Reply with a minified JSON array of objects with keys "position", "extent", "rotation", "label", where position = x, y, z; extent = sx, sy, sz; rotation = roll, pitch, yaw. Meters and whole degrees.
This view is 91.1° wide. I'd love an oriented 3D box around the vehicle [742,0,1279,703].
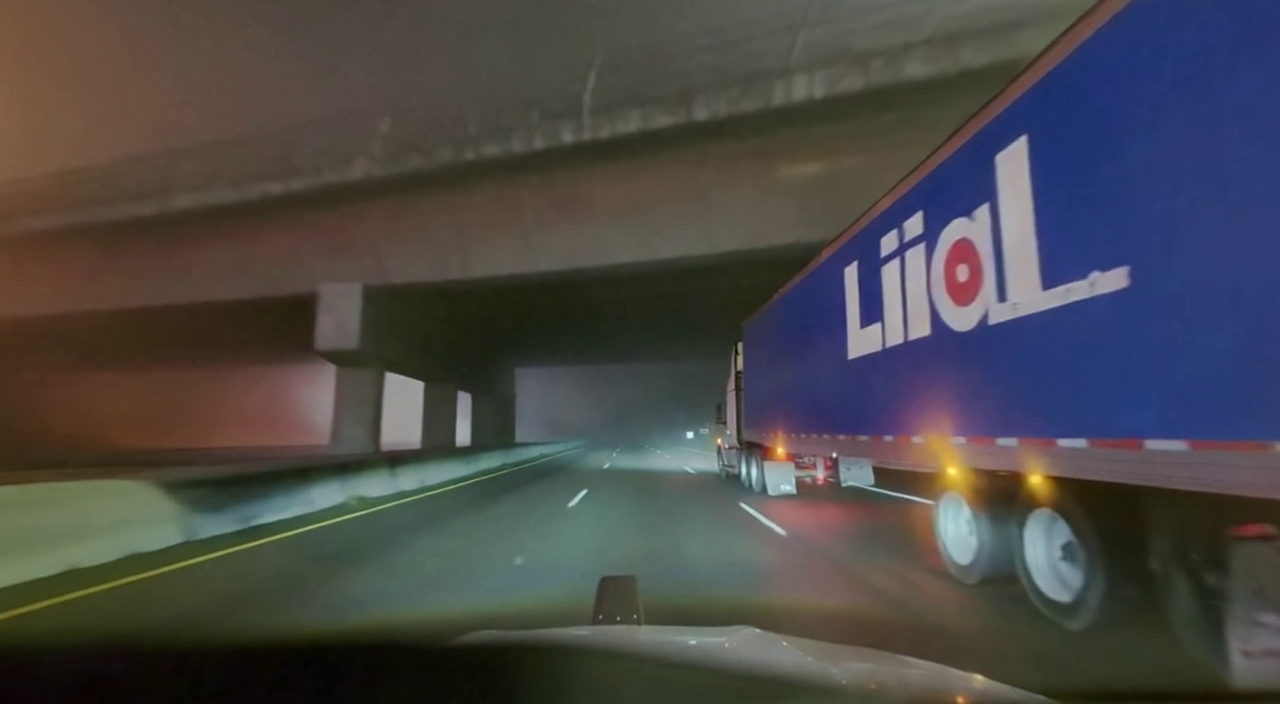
[{"position":[4.152,0.261,8.004],"extent":[3.034,4.194,14.704],"rotation":[0,-8,-1],"label":"vehicle"}]
